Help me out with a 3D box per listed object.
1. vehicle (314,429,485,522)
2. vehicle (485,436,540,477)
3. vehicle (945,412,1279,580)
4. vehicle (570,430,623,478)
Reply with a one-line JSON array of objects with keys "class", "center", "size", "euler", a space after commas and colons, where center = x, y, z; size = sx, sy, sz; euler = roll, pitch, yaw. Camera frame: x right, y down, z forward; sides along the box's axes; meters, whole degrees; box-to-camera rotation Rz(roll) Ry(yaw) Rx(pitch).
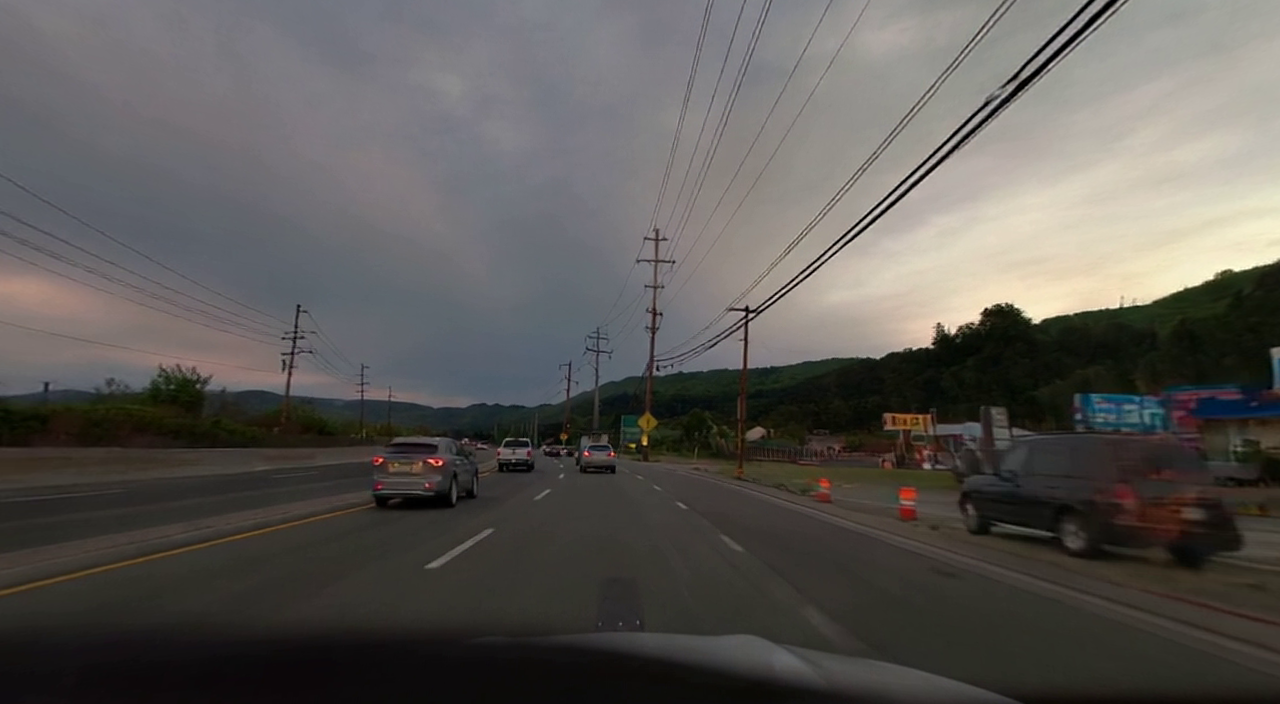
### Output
[{"class": "vehicle", "center": [-5.080, 2.651, 14.180], "size": [2.185, 1.721, 4.550], "euler": [0, -9, -2]}, {"class": "vehicle", "center": [-6.906, 5.720, 34.845], "size": [2.345, 2.012, 5.693], "euler": [1, -9, -6]}, {"class": "vehicle", "center": [6.618, 1.858, 9.029], "size": [2.058, 1.747, 4.585], "euler": [0, -9, -2]}, {"class": "vehicle", "center": [-2.386, 5.359, 33.436], "size": [2.486, 2.280, 5.291], "euler": [1, -9, -7]}]
